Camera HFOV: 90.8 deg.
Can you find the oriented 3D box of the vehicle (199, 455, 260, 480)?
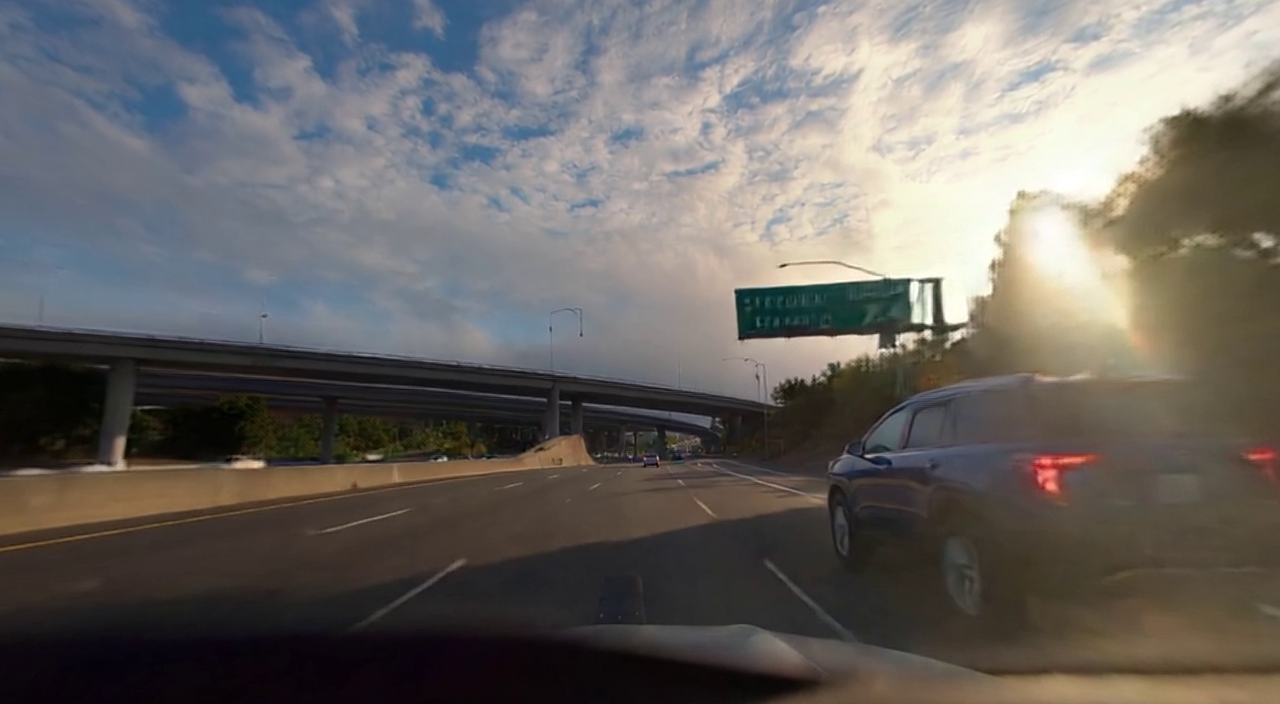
[{"bbox_3d":[-29.867,8.405,46.138,1.866,1.478,4.213,-1,-7,-4],"label":"vehicle"}]

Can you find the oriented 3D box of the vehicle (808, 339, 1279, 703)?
[{"bbox_3d":[3.302,1.249,5.589,2.155,1.918,4.945,0,-9,-1],"label":"vehicle"}]
